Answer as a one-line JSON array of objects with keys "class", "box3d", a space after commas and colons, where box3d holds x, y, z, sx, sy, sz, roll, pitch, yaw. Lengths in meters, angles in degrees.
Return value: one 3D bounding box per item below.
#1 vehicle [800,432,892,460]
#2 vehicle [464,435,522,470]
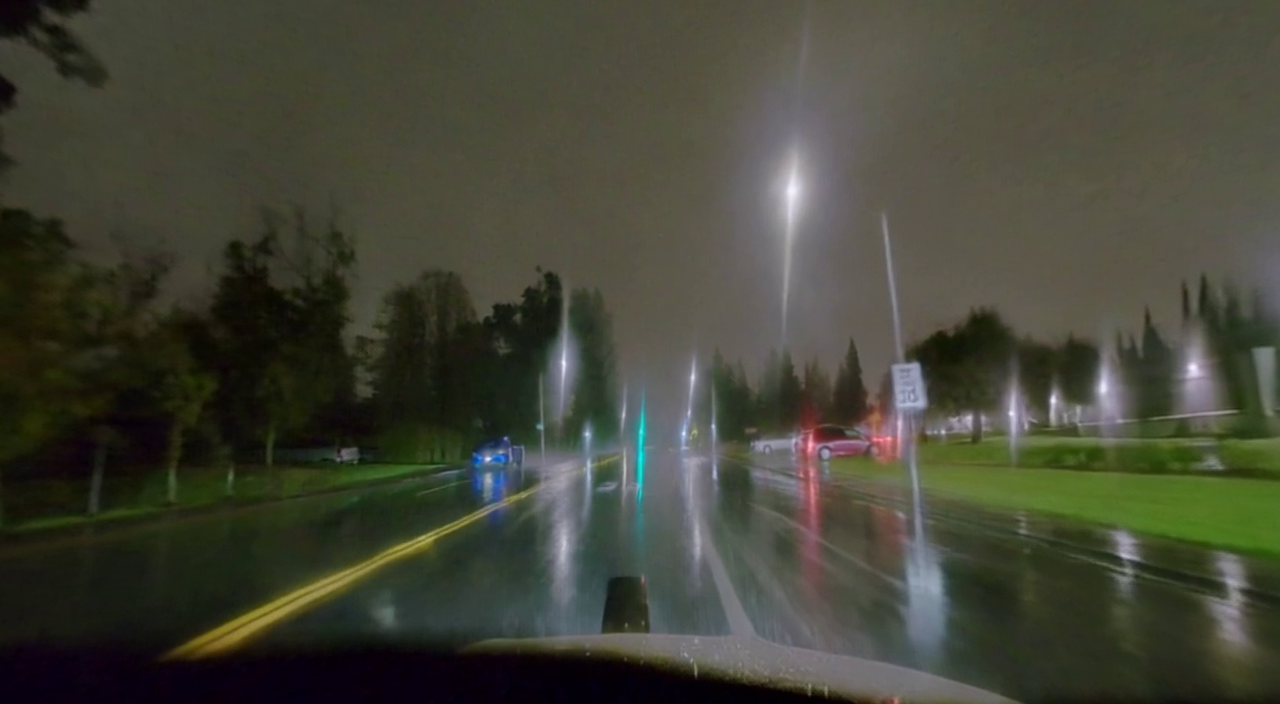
[{"class": "vehicle", "box3d": [11.254, 5.182, 34.686, 4.460, 1.456, 1.804, -1, -8, 3]}, {"class": "vehicle", "box3d": [-8.277, 5.674, 35.803, 2.142, 1.723, 4.275, -3, -8, 2]}]
